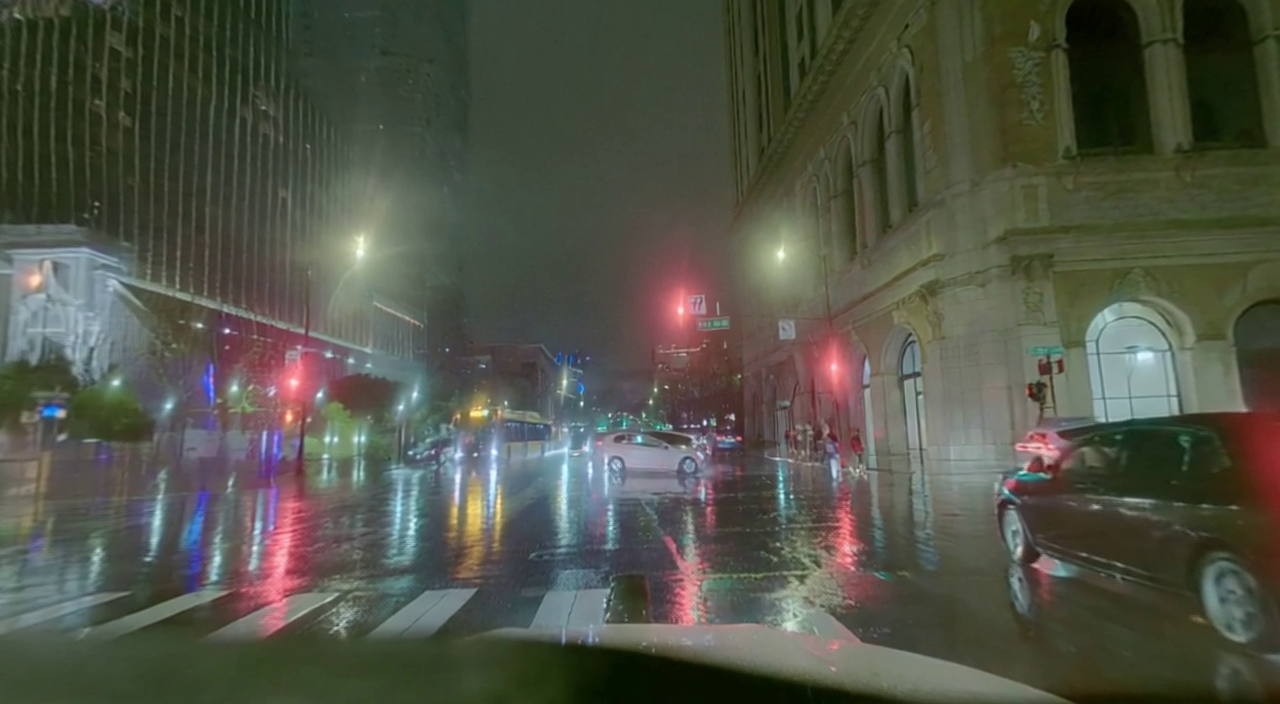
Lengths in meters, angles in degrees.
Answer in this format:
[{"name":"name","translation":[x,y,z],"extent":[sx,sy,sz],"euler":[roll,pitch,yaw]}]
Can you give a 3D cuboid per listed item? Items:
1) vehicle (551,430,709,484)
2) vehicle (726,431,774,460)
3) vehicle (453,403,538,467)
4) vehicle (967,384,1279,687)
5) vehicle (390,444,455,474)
[{"name":"vehicle","translation":[-0.480,3.291,20.125],"extent":[2.050,1.465,5.388],"euler":[7,-11,-40]},{"name":"vehicle","translation":[6.273,5.386,36.382],"extent":[1.926,1.574,3.961],"euler":[0,-8,-2]},{"name":"vehicle","translation":[-8.674,5.245,39.369],"extent":[2.916,3.427,10.189],"euler":[0,-8,0]},{"name":"vehicle","translation":[4.447,1.189,5.110],"extent":[2.006,1.495,4.271],"euler":[-2,-8,11]},{"name":"vehicle","translation":[-11.919,5.845,34.811],"extent":[1.998,1.505,4.405],"euler":[0,-8,0]}]
